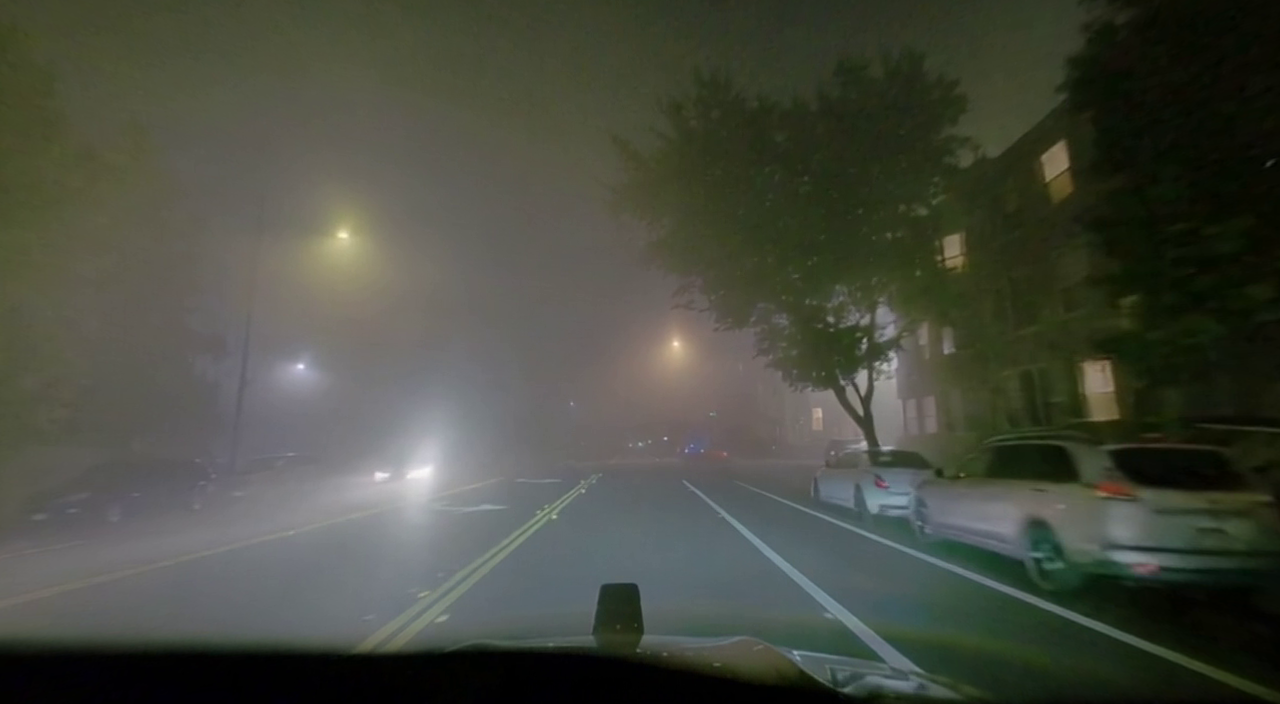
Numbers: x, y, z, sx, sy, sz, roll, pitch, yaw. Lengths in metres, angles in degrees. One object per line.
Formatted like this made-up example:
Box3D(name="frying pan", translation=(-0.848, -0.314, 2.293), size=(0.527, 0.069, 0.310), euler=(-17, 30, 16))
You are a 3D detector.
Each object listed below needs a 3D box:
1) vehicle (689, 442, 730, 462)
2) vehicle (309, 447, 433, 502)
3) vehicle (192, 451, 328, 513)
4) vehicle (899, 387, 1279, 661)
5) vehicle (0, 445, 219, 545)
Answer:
Box3D(name="vehicle", translation=(5.254, 7.602, 48.294), size=(1.848, 1.468, 4.332), euler=(2, -9, -13))
Box3D(name="vehicle", translation=(-8.024, 3.650, 19.343), size=(1.952, 1.477, 4.128), euler=(0, -8, 0))
Box3D(name="vehicle", translation=(-12.458, 4.239, 21.160), size=(1.920, 1.629, 4.599), euler=(-2, -8, -3))
Box3D(name="vehicle", translation=(4.807, 1.471, 6.600), size=(2.139, 1.780, 4.817), euler=(0, -8, 0))
Box3D(name="vehicle", translation=(-12.490, 3.197, 14.867), size=(2.036, 1.819, 4.626), euler=(-3, -7, -1))
